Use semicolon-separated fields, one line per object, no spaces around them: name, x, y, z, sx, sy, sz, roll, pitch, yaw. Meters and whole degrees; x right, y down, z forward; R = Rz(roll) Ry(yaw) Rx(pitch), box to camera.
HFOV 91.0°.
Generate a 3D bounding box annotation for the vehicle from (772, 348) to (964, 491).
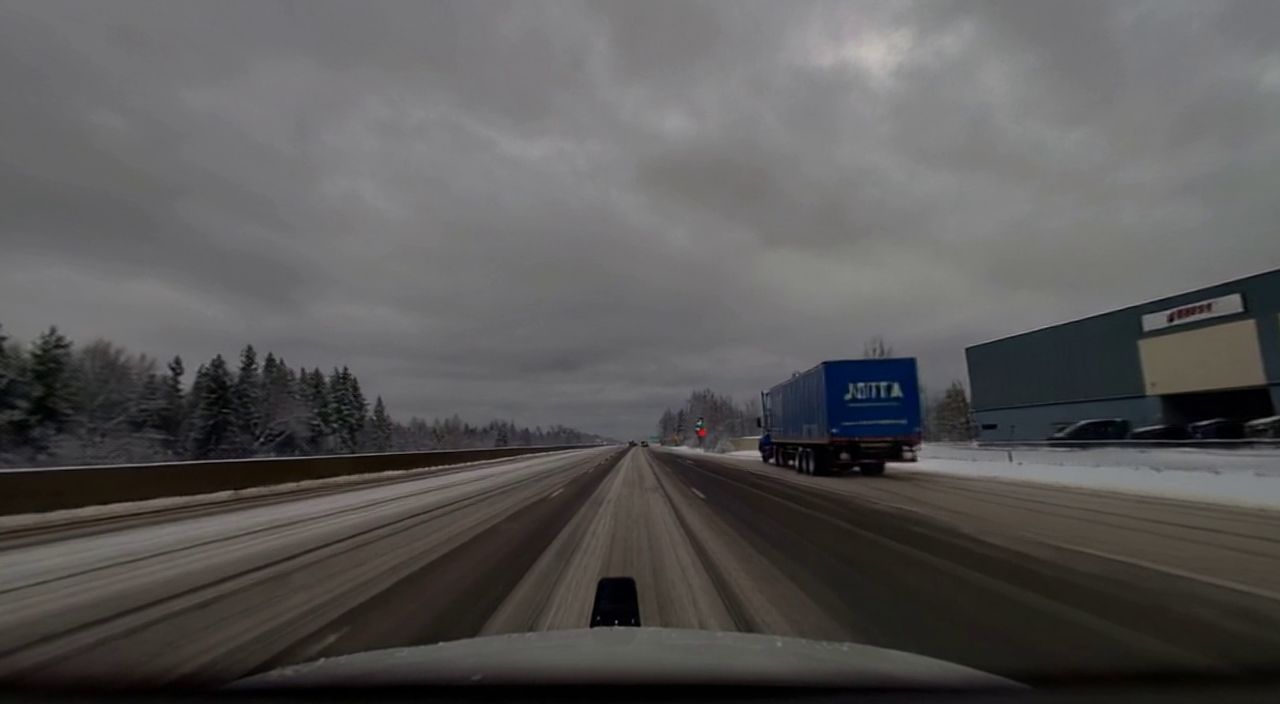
vehicle;8.169;3.118;26.267;3.469;3.986;17.065;-1;-8;6
